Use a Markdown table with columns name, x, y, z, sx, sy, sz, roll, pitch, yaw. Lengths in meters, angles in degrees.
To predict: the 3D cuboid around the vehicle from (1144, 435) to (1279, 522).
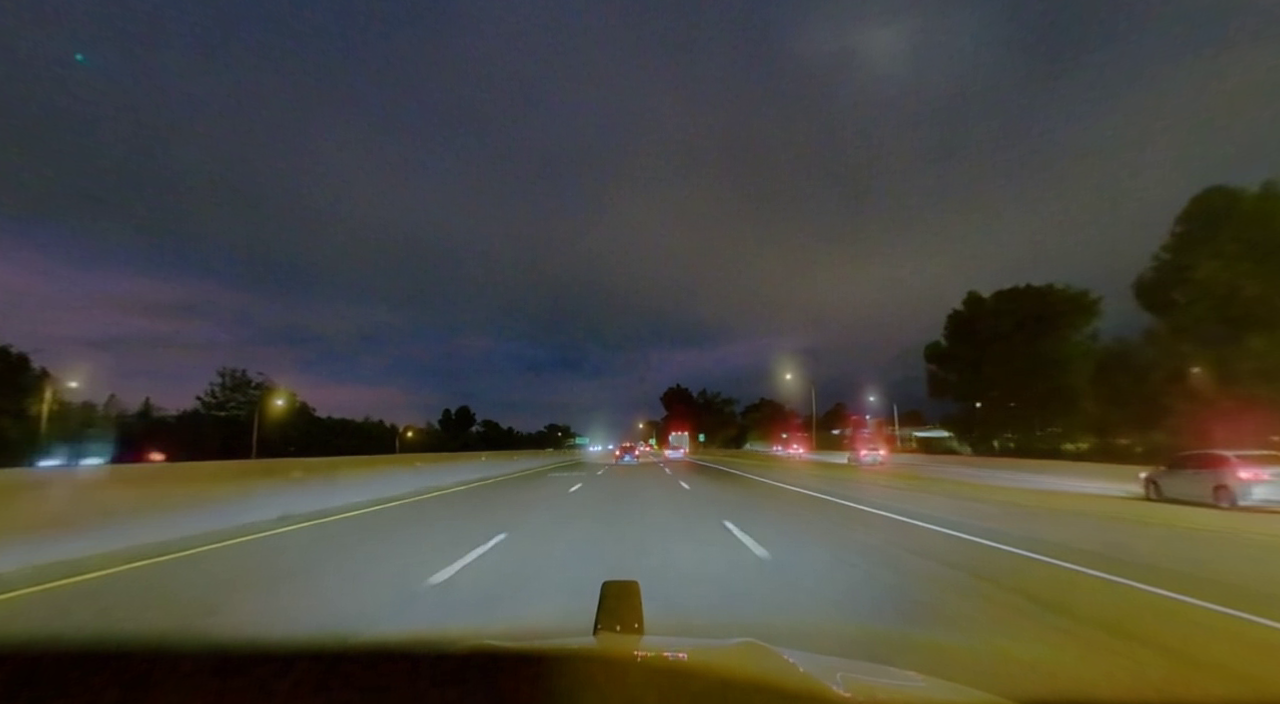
| name | x | y | z | sx | sy | sz | roll | pitch | yaw |
| --- | --- | --- | --- | --- | --- | --- | --- | --- | --- |
| vehicle | 13.341 | 2.608 | 13.290 | 1.912 | 1.673 | 4.438 | 0 | -9 | 2 |

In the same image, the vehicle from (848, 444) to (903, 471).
| name | x | y | z | sx | sy | sz | roll | pitch | yaw |
| --- | --- | --- | --- | --- | --- | --- | --- | --- | --- |
| vehicle | 14.471 | 6.508 | 39.077 | 1.867 | 1.563 | 4.436 | 0 | -9 | 3 |

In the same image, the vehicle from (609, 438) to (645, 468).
| name | x | y | z | sx | sy | sz | roll | pitch | yaw |
| --- | --- | --- | --- | --- | --- | --- | --- | --- | --- |
| vehicle | -0.753 | 6.188 | 38.757 | 2.121 | 1.739 | 4.087 | 0 | -9 | 0 |

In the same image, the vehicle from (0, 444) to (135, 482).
| name | x | y | z | sx | sy | sz | roll | pitch | yaw |
| --- | --- | --- | --- | --- | --- | --- | --- | --- | --- |
| vehicle | -25.405 | 4.896 | 28.173 | 1.931 | 1.538 | 4.599 | 0 | -9 | 0 |
